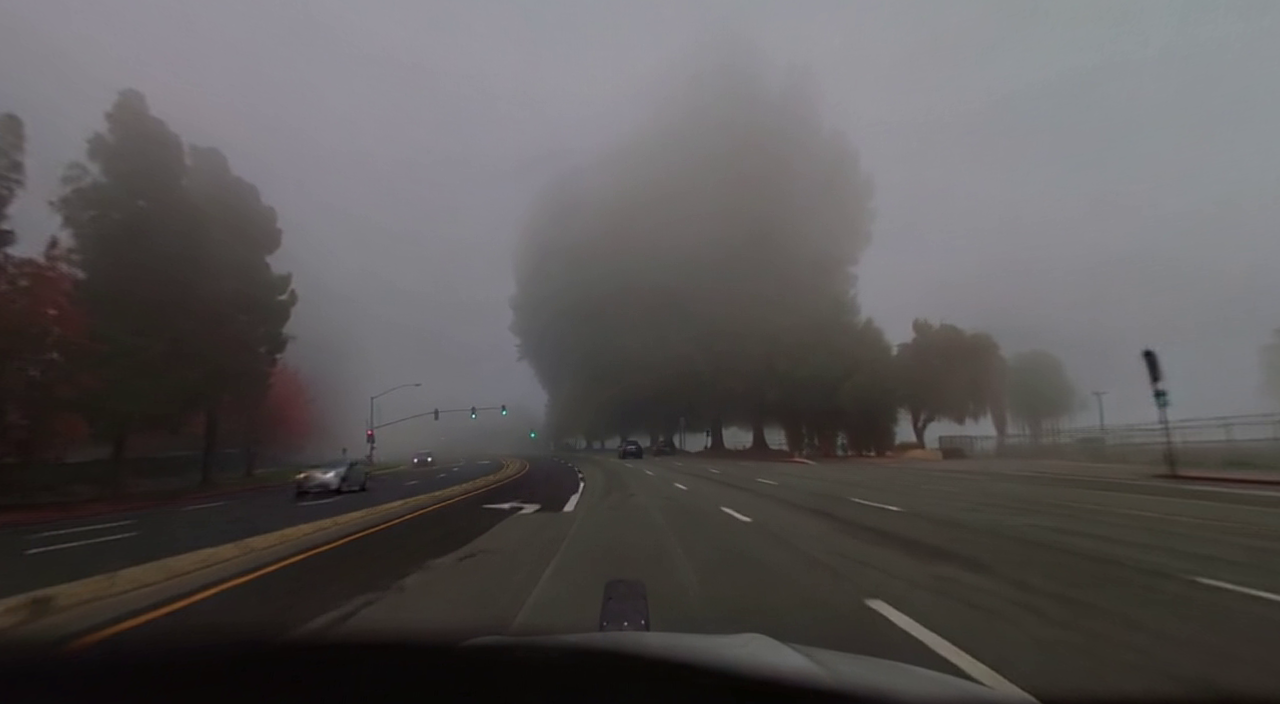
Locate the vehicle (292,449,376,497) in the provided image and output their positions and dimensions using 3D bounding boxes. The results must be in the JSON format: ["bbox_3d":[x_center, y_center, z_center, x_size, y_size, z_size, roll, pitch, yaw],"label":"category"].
[{"bbox_3d":[-14.258,5.603,29.657,2.124,1.844,4.520,-4,-8,-6],"label":"vehicle"}]
